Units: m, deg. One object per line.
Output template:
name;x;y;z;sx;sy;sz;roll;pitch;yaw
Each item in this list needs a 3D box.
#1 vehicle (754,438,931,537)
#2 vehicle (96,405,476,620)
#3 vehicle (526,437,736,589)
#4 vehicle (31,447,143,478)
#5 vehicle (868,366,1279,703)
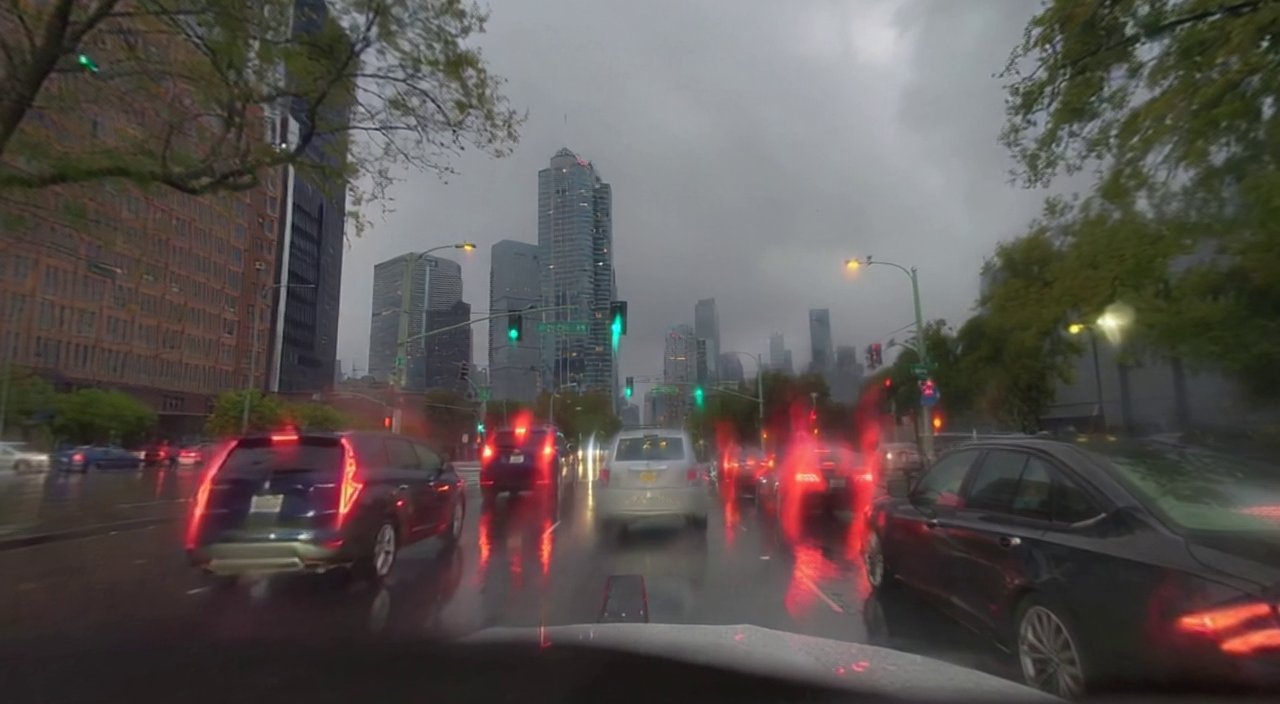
vehicle;3.594;2.461;12.199;1.973;1.537;4.533;0;-8;1
vehicle;-3.501;1.646;7.488;2.046;1.744;4.407;0;-8;-2
vehicle;-0.078;1.845;8.056;2.031;1.461;3.763;0;-8;0
vehicle;-28.287;5.644;32.340;4.102;1.425;1.724;1;-9;3
vehicle;3.361;1.145;4.081;2.179;1.631;4.173;0;-8;0
